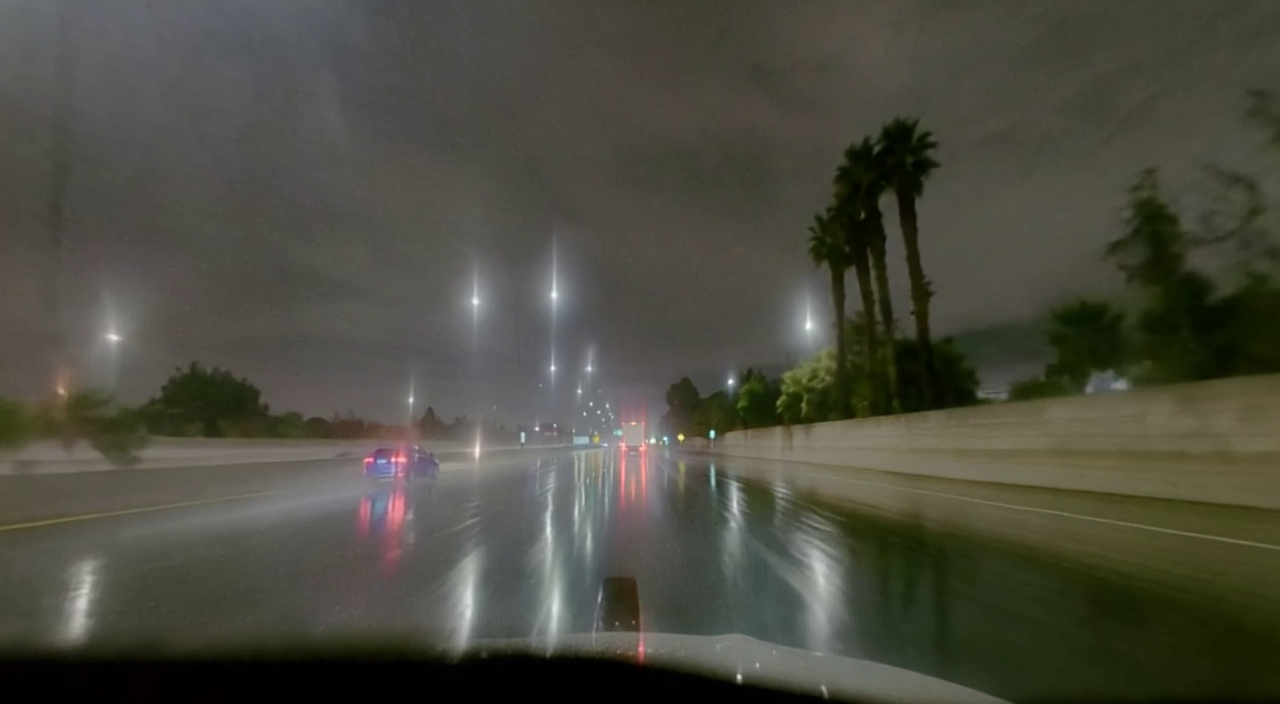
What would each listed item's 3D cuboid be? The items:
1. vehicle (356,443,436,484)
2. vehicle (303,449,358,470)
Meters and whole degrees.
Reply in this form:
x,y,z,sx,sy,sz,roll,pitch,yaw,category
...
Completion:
x,y,z,sx,sy,sz,roll,pitch,yaw,category
-10.841,4.955,28.416,1.897,1.653,4.113,0,-9,0,vehicle
-23.087,8.013,47.339,1.849,1.464,4.466,0,-9,0,vehicle
